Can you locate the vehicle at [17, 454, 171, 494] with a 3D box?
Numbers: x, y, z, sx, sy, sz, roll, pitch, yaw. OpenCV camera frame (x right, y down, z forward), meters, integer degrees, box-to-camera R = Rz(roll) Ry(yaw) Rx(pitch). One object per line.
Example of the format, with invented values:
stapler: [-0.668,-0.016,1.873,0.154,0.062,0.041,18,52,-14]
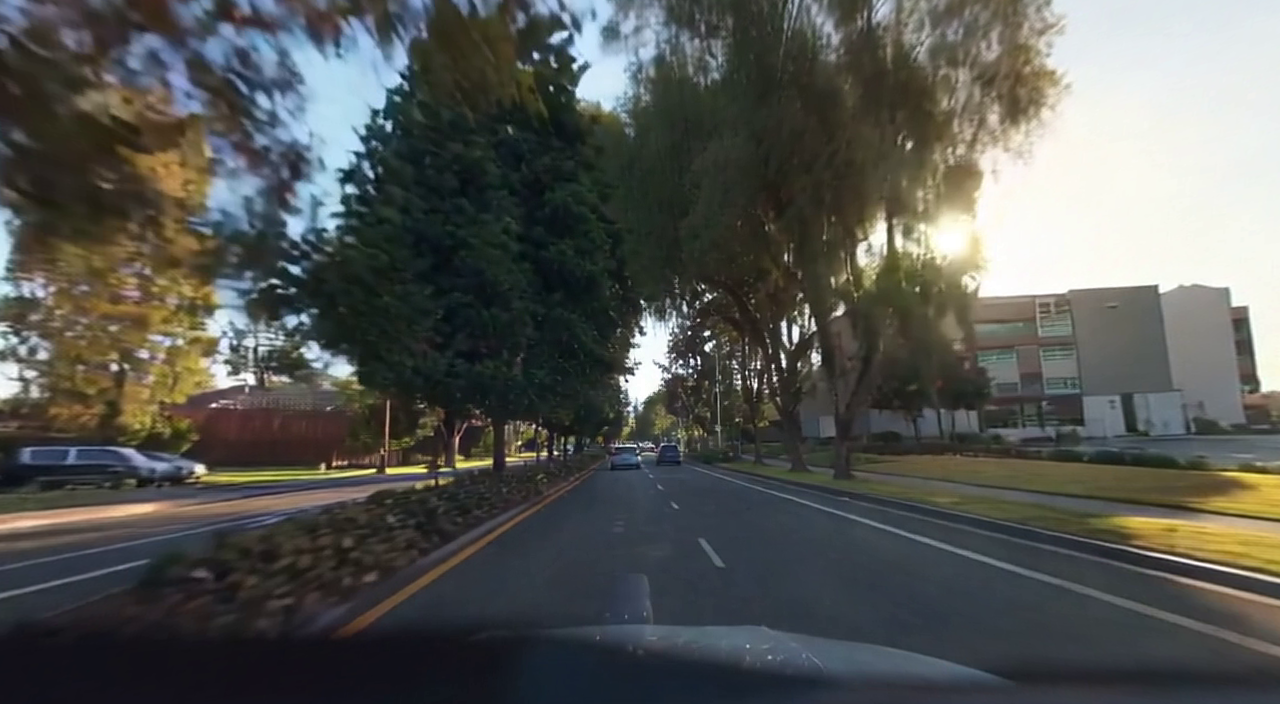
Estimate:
vehicle: [-22.523,5.027,26.134,4.589,1.557,1.887,0,-8,0]

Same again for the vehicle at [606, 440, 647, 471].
vehicle: [-0.766,5.677,34.832,2.109,1.612,3.963,0,-8,-2]
